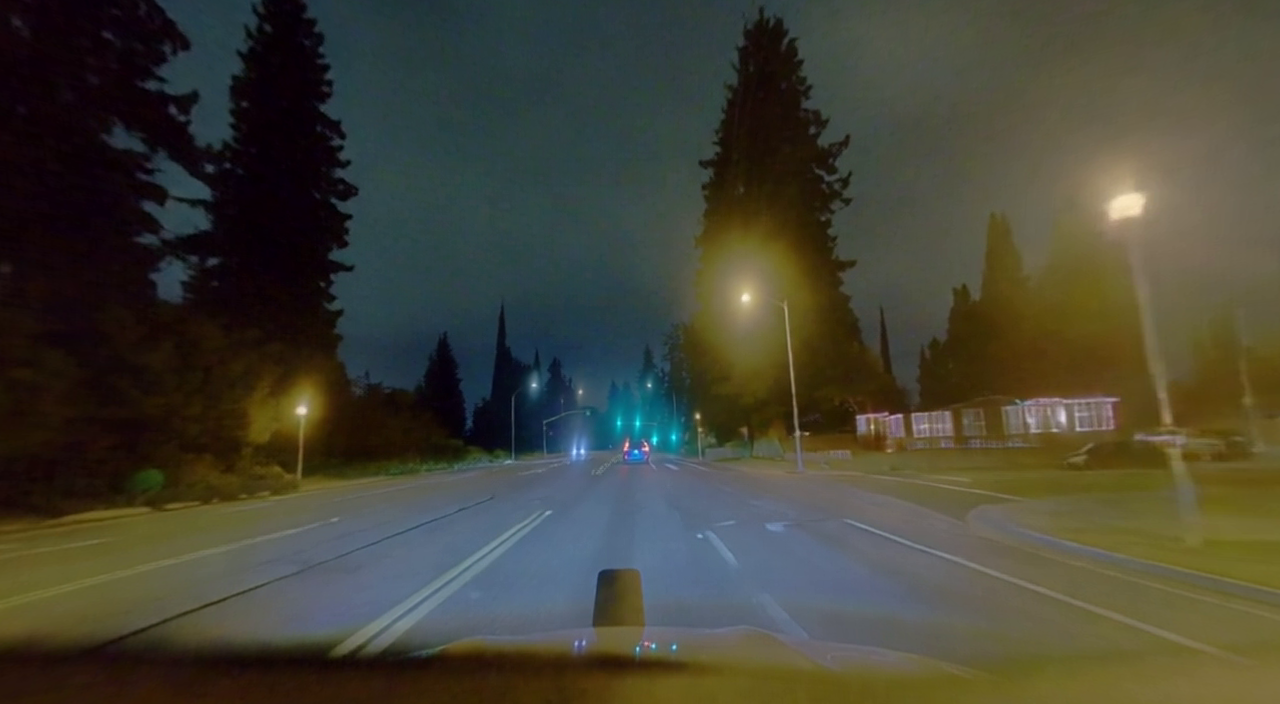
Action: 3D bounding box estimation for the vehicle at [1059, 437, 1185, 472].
[{"bbox_3d":[22.178,4.719,29.149,4.218,1.505,2.169,1,-8,-8],"label":"vehicle"}]

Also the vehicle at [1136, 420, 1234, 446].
[{"bbox_3d":[37.002,5.556,43.075,2.008,1.662,4.767,1,-8,-8],"label":"vehicle"}]

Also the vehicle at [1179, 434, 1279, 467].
[{"bbox_3d":[28.617,4.676,30.058,4.359,1.479,1.890,1,-8,-7],"label":"vehicle"}]

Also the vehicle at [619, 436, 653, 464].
[{"bbox_3d":[-0.286,6.664,43.145,2.230,1.827,4.298,0,-8,-1],"label":"vehicle"}]
